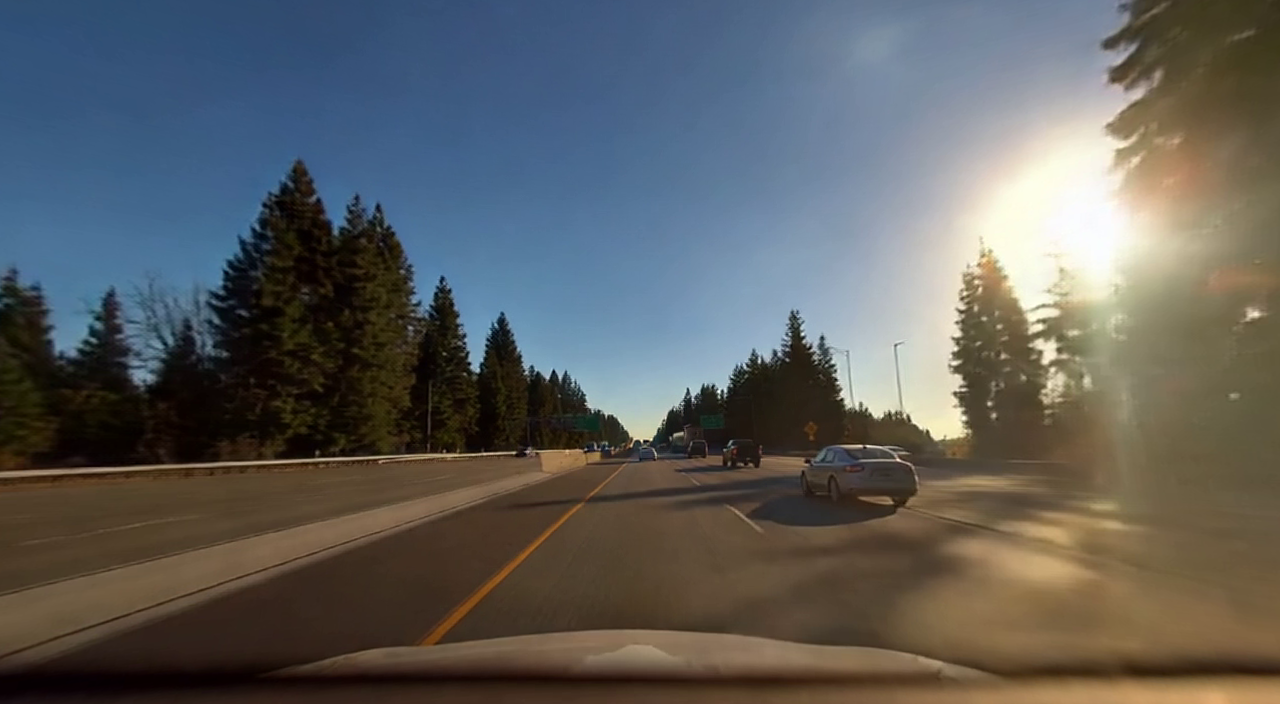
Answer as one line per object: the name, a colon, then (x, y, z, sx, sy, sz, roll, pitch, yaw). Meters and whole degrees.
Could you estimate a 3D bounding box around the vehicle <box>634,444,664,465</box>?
vehicle: (0.608, 7.375, 45.364, 2.052, 1.472, 4.295, 0, -8, 0)

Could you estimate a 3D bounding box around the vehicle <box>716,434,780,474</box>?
vehicle: (5.564, 5.338, 33.067, 2.206, 1.902, 5.460, 0, -8, -2)

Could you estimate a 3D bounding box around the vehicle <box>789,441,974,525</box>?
vehicle: (4.861, 2.665, 13.554, 1.904, 1.453, 4.789, 0, -8, -3)
